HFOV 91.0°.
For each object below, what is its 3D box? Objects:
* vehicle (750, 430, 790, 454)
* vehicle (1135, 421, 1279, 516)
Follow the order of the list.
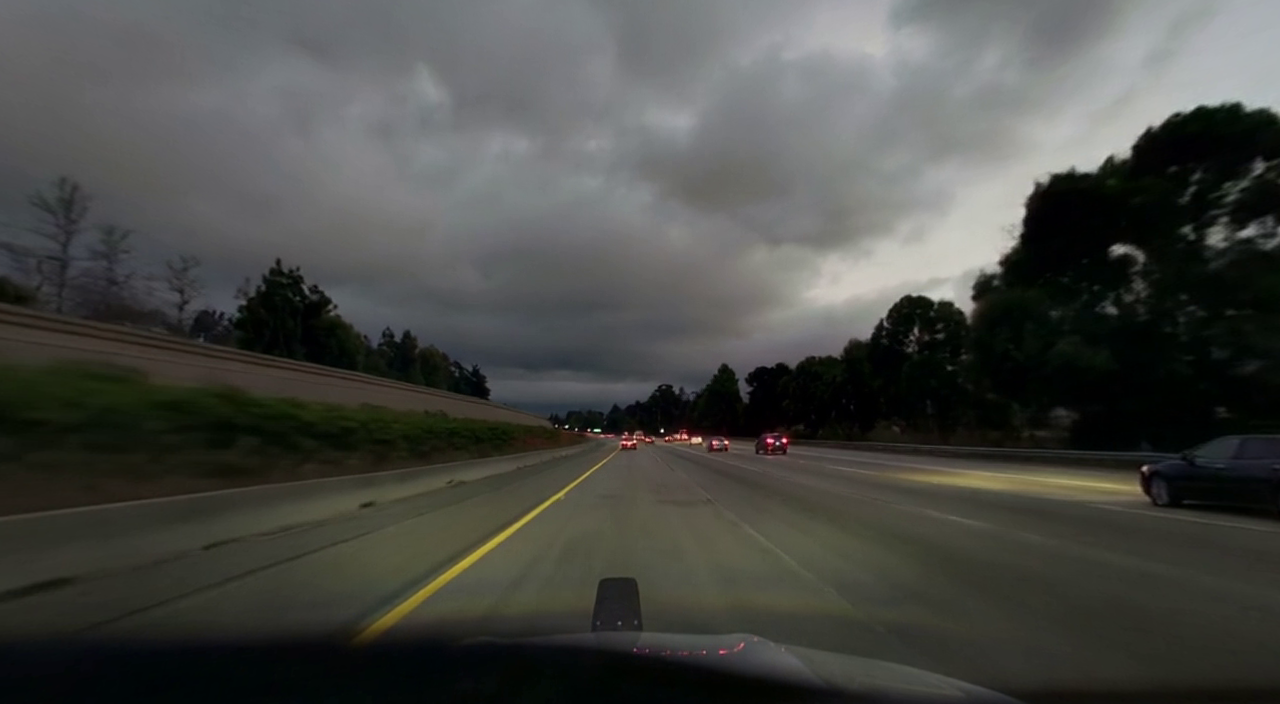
[{"bbox_3d":[10.083,7.054,49.166,2.077,1.763,4.472,0,-8,-2],"label":"vehicle"},{"bbox_3d":[11.324,1.953,10.656,2.041,1.517,4.645,0,-8,-1],"label":"vehicle"}]
